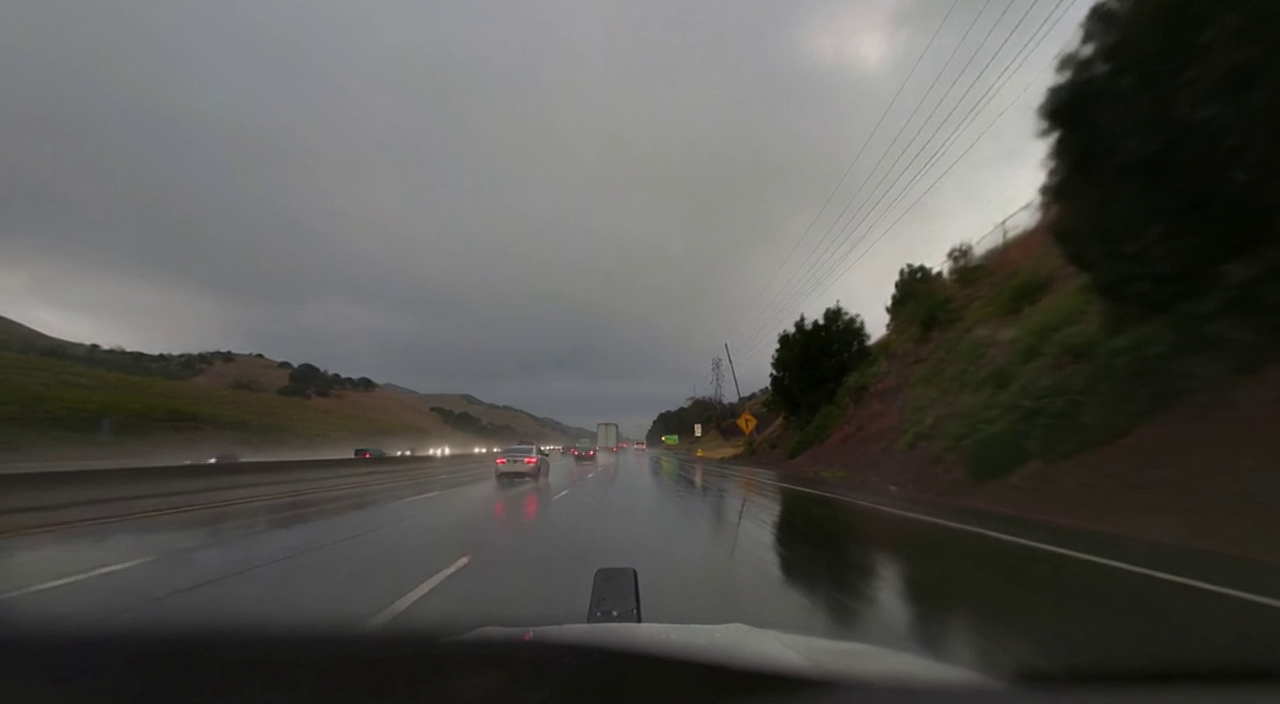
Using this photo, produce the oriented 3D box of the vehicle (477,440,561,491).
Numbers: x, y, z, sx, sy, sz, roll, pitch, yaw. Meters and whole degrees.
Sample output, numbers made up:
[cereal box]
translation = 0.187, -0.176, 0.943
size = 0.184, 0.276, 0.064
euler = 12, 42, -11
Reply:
[vehicle]
translation = -3.978, 3.816, 21.560
size = 1.963, 1.533, 4.477
euler = 0, -9, 0
